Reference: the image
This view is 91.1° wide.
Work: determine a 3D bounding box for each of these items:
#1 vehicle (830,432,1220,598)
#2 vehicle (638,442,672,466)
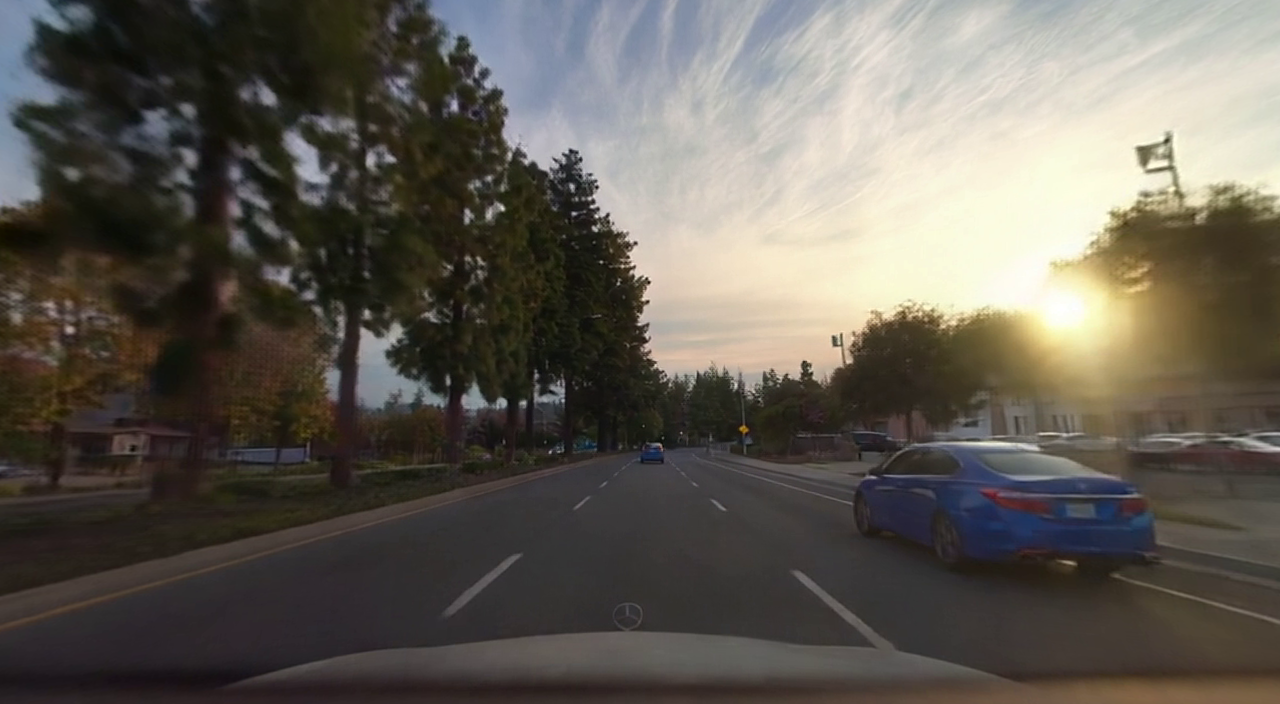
[{"bbox_3d":[4.197,1.821,8.040,2.053,1.482,4.568,0,-9,-1],"label":"vehicle"},{"bbox_3d":[0.977,6.782,41.835,2.144,1.505,4.128,0,-8,0],"label":"vehicle"}]
